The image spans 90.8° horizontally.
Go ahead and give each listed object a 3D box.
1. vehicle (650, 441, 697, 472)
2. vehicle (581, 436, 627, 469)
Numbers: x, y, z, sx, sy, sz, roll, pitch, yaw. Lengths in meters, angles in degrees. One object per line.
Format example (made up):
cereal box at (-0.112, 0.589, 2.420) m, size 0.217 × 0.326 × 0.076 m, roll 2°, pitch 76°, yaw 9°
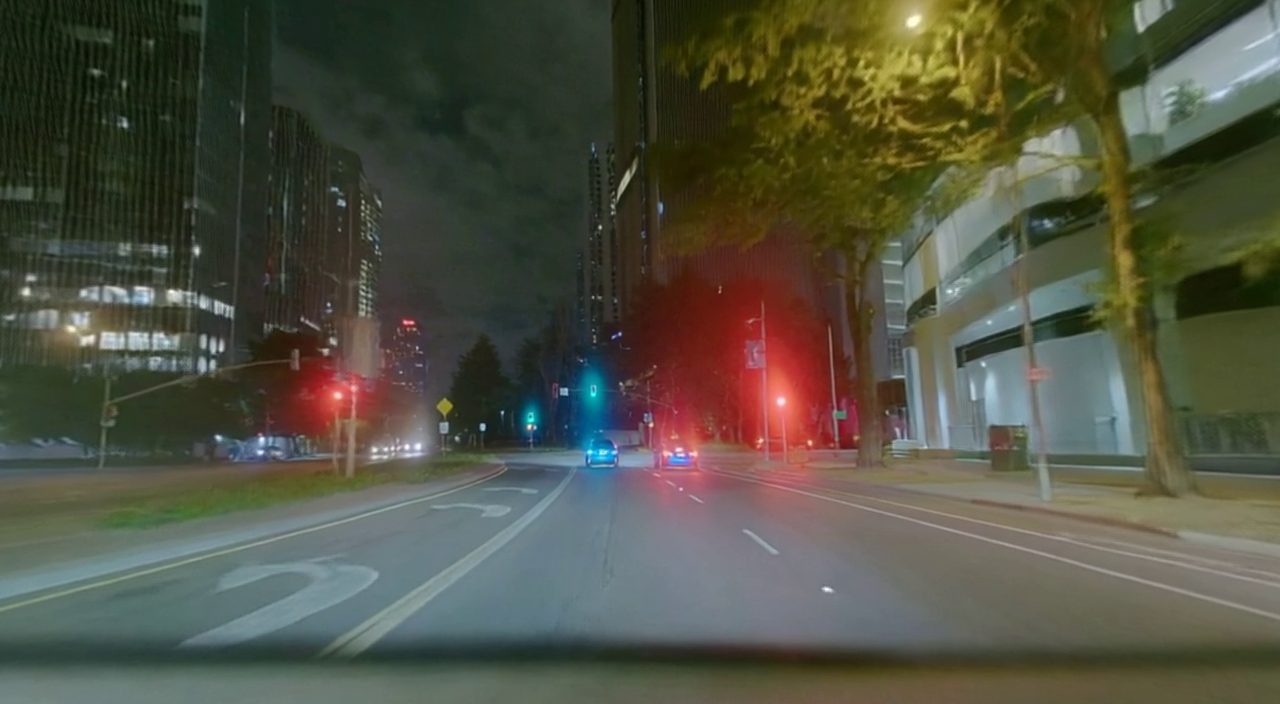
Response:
vehicle at (1.681, 5.474, 33.338) m, size 1.918 × 1.479 × 4.468 m, roll 1°, pitch -9°, yaw -5°
vehicle at (-2.077, 5.584, 35.210) m, size 2.317 × 1.713 × 4.231 m, roll 1°, pitch -9°, yaw -7°
